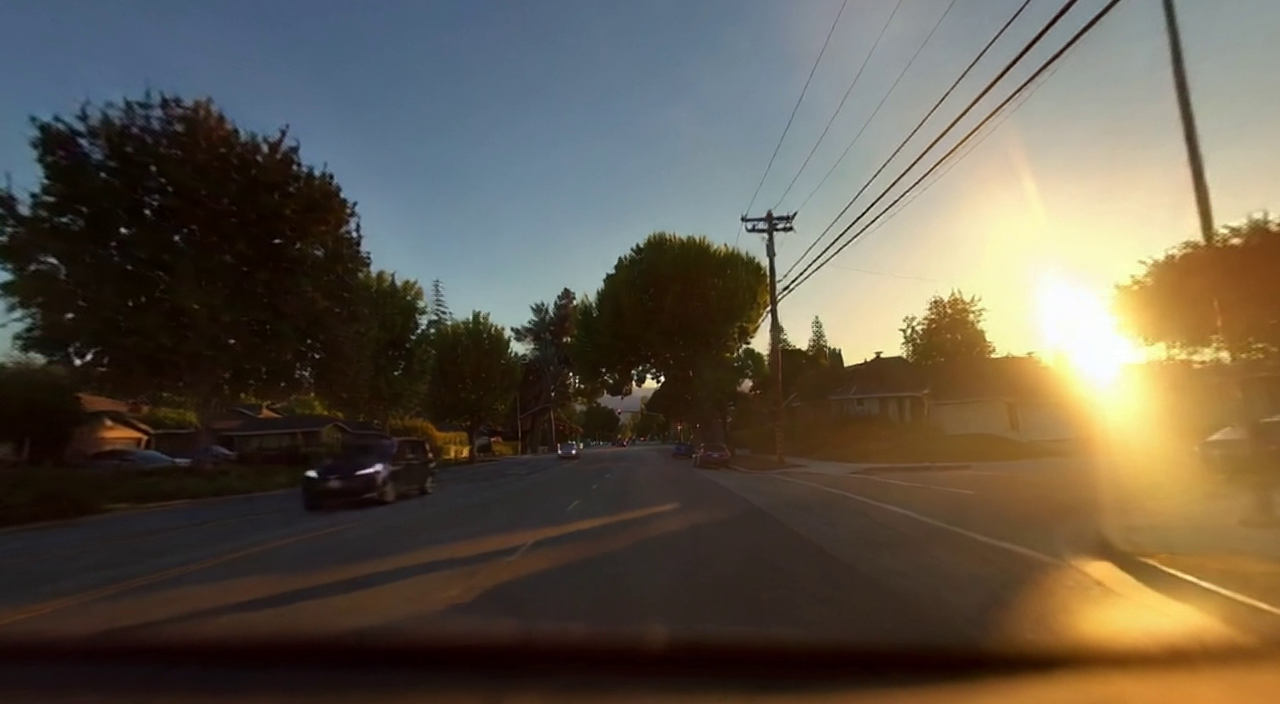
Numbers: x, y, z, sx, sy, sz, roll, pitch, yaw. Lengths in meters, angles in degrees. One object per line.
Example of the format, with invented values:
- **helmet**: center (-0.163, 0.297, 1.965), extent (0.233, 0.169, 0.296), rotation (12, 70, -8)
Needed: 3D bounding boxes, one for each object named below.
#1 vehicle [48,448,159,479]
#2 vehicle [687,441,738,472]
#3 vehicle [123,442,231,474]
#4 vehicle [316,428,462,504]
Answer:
- **vehicle**: center (-28.361, 5.906, 33.535), extent (1.780, 1.467, 3.992), rotation (-2, -10, 21)
- **vehicle**: center (3.750, 5.465, 33.318), extent (2.031, 1.500, 4.590), rotation (0, -8, -1)
- **vehicle**: center (-28.589, 6.550, 39.133), extent (4.750, 1.845, 2.382), rotation (0, -8, -1)
- **vehicle**: center (-6.750, 3.126, 17.738), extent (2.092, 1.810, 4.882), rotation (0, -8, 0)
